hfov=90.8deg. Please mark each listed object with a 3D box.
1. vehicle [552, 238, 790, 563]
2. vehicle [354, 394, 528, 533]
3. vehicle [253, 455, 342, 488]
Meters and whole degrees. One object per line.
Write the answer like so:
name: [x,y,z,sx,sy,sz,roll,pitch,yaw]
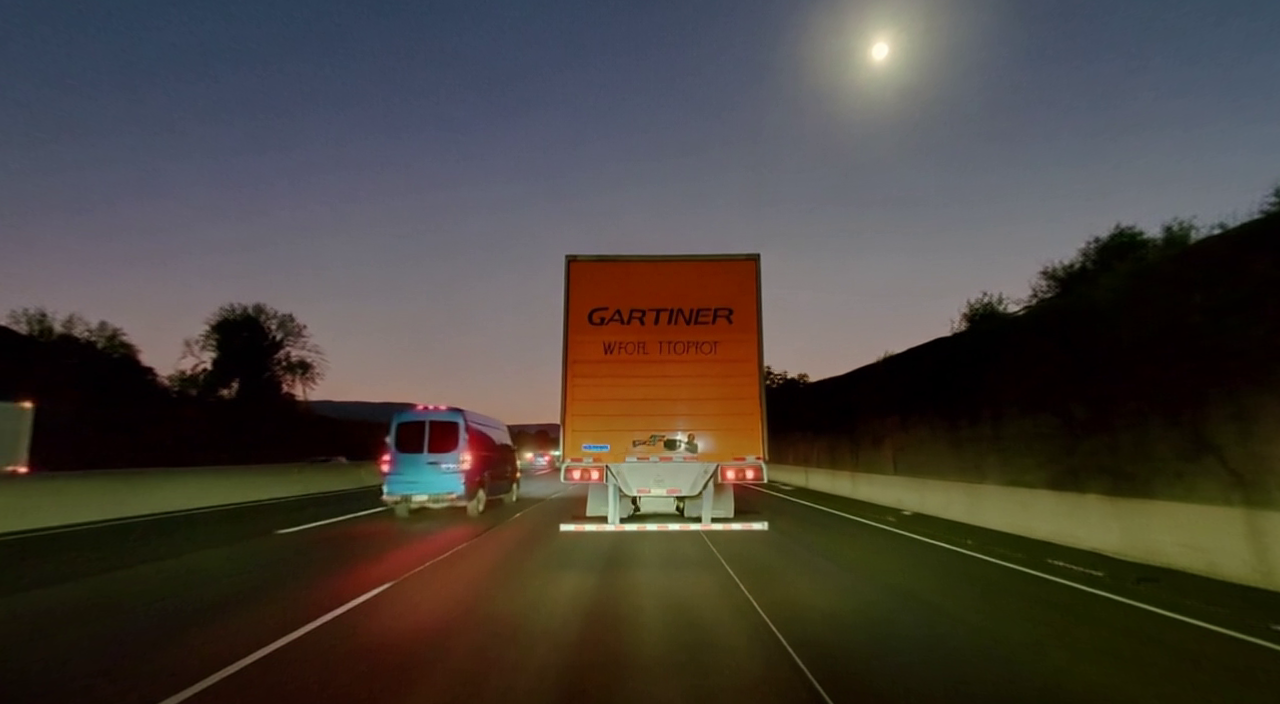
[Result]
vehicle: [0.424,1.358,13.106,2.853,4.054,10.557,0,-9,1]
vehicle: [-4.084,2.431,14.174,2.208,2.522,5.187,0,-9,-1]
vehicle: [-16.753,5.837,31.127,1.885,1.455,4.424,0,-9,0]
